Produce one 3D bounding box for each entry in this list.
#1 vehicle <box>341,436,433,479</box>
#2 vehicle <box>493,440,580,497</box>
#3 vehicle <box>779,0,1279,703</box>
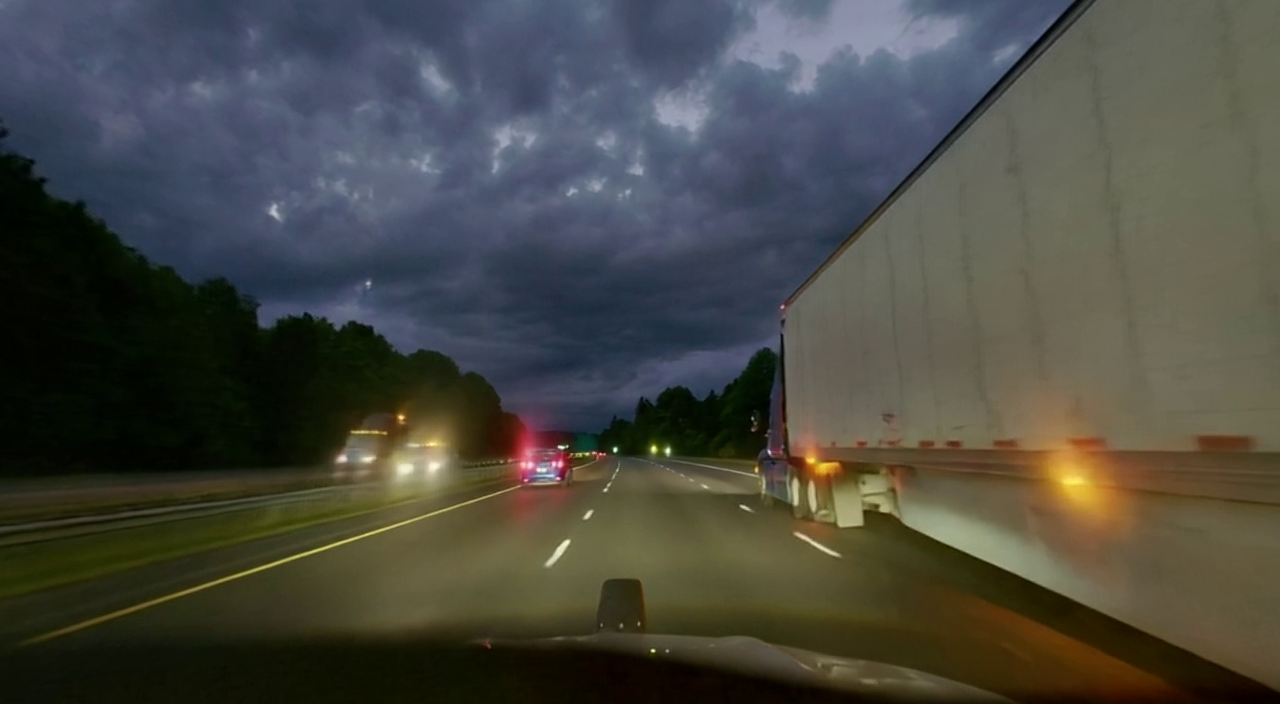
[{"bbox_3d":[-10.678,4.508,26.965,2.039,1.645,4.443,-1,-9,1],"label":"vehicle"},{"bbox_3d":[-3.255,3.795,20.822,2.115,1.670,4.261,0,-9,0],"label":"vehicle"},{"bbox_3d":[4.503,-0.386,3.372,3.532,4.201,17.611,0,-9,0],"label":"vehicle"}]
